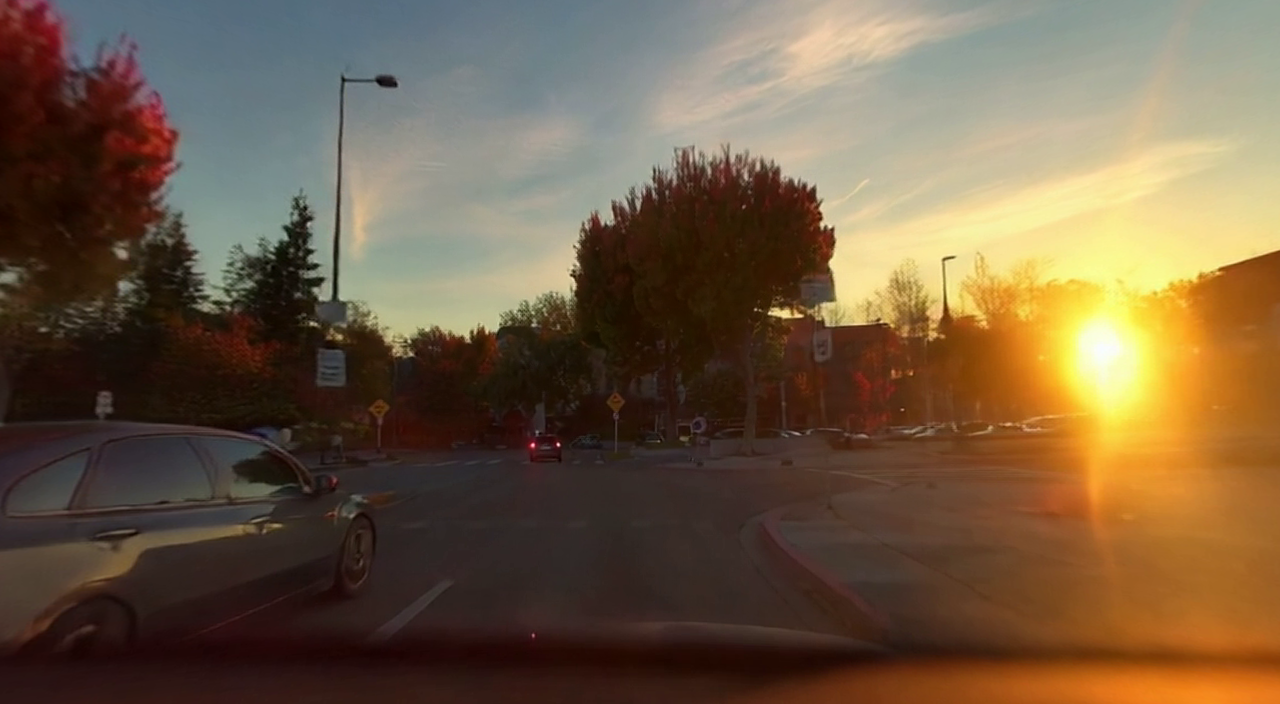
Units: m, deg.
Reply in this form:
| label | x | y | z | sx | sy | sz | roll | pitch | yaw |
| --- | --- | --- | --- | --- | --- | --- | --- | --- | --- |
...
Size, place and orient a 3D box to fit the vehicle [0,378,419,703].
| label | x | y | z | sx | sy | sz | roll | pitch | yaw |
| --- | --- | --- | --- | --- | --- | --- | --- | --- | --- |
| vehicle | -3.025 | 1.047 | 3.685 | 1.853 | 1.478 | 4.381 | 0 | -8 | 0 |

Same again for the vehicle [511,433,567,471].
| label | x | y | z | sx | sy | sz | roll | pitch | yaw |
| --- | --- | --- | --- | --- | --- | --- | --- | --- | --- |
| vehicle | -4.129 | 4.144 | 26.325 | 1.962 | 1.424 | 4.289 | 1 | -8 | -5 |
